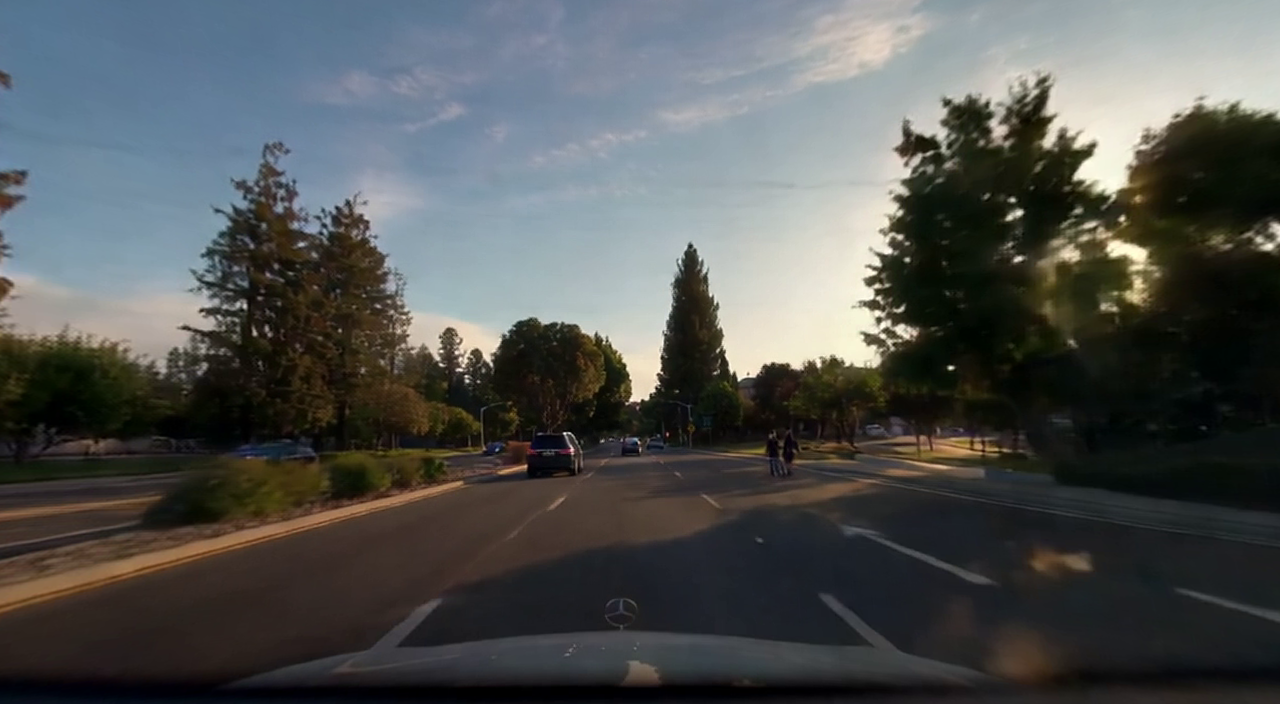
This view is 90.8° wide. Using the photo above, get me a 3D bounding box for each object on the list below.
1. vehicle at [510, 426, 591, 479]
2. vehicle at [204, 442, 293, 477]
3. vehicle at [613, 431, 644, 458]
[{"bbox_3d":[-3.059,3.567,22.560,2.174,1.703,4.231,0,-9,2],"label":"vehicle"},{"bbox_3d":[-19.782,5.428,32.160,1.902,1.625,4.095,0,-9,0],"label":"vehicle"},{"bbox_3d":[-0.847,6.576,44.871,2.077,1.773,4.257,0,-9,-1],"label":"vehicle"}]
